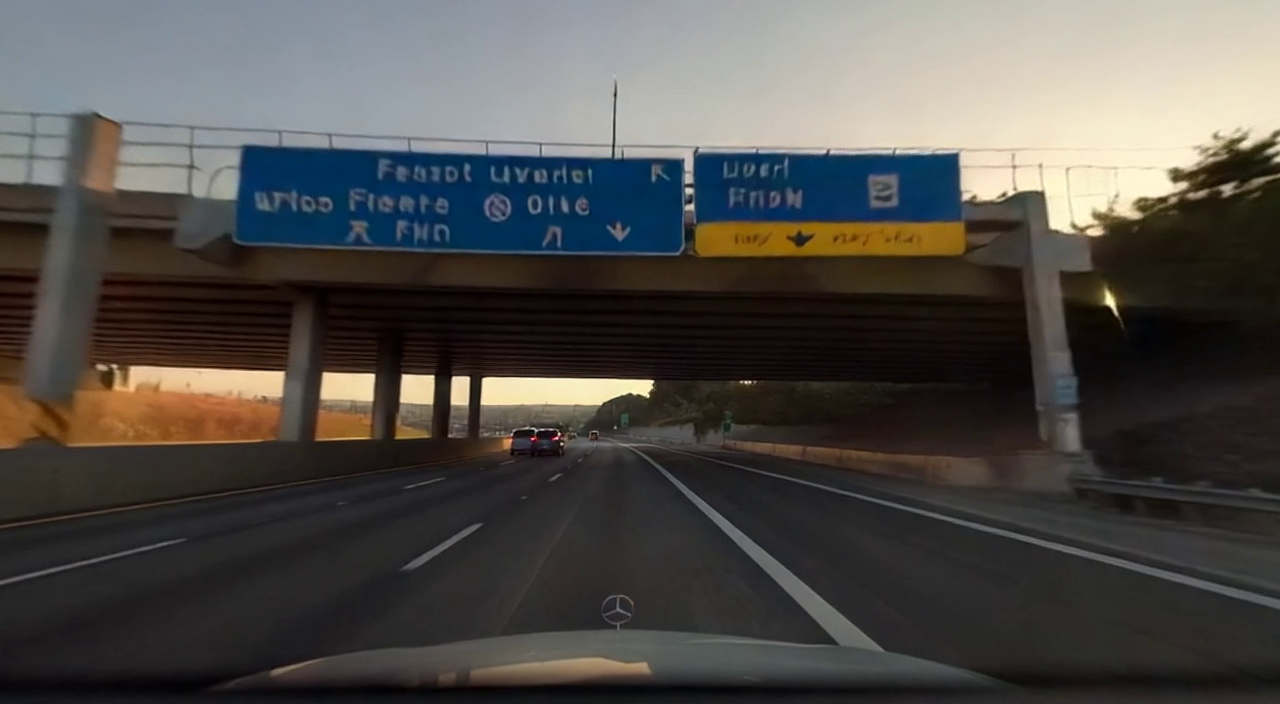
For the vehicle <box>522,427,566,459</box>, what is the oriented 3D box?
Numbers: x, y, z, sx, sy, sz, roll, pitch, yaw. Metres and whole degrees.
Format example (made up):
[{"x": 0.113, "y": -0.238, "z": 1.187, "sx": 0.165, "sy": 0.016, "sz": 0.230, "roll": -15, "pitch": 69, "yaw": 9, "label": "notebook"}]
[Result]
[{"x": -5.577, "y": 5.348, "z": 37.070, "sx": 2.007, "sy": 1.727, "sz": 4.040, "roll": 0, "pitch": -8, "yaw": -1, "label": "vehicle"}]
